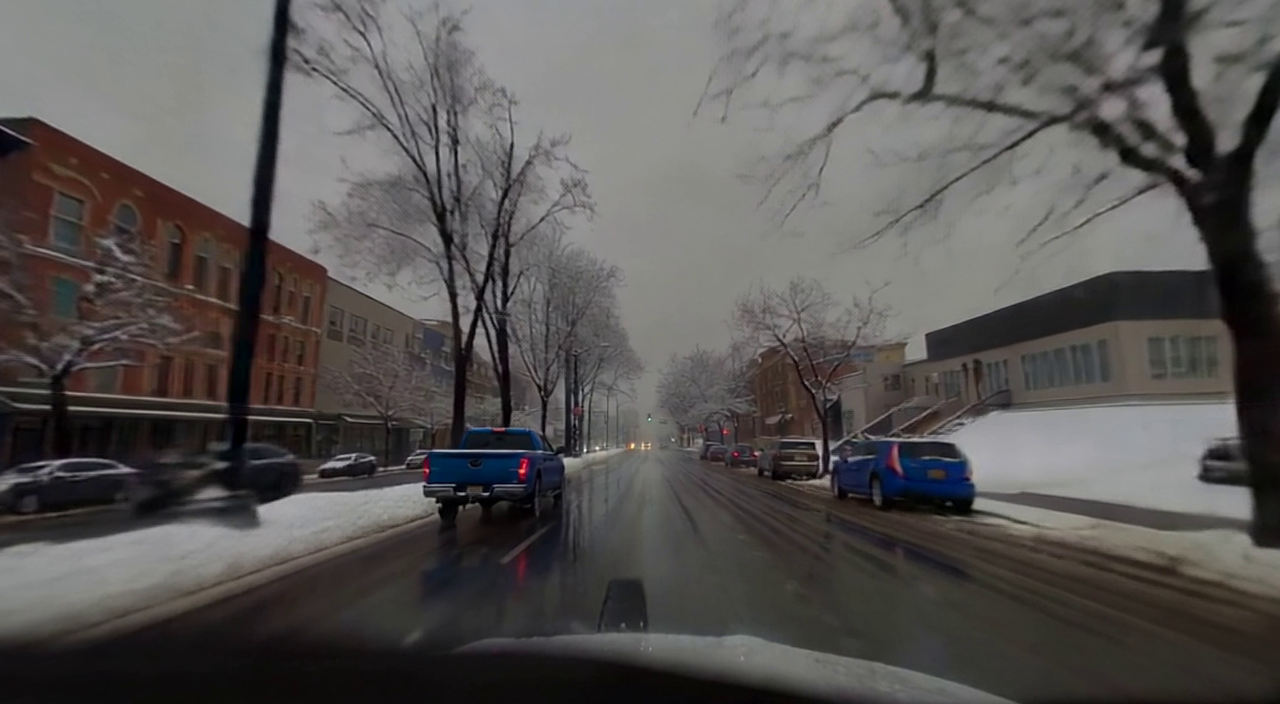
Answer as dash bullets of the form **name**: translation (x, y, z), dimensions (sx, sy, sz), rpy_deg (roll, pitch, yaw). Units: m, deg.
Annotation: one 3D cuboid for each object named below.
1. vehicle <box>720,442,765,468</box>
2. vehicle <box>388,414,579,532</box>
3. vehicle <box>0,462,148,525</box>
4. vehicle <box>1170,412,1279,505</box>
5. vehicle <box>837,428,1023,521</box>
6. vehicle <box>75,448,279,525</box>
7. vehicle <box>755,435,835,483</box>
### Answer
- **vehicle**: translation (6.264, 6.321, 38.795), dimensions (1.988, 1.514, 3.962), rpy_deg (0, -9, -2)
- **vehicle**: translation (-2.664, 2.260, 12.416), dimensions (2.197, 1.786, 5.365), rpy_deg (-1, -9, 2)
- **vehicle**: translation (-16.149, 3.758, 17.188), dimensions (1.851, 1.383, 4.507), rpy_deg (0, -9, 0)
- **vehicle**: translation (12.875, 2.046, 12.186), dimensions (1.864, 1.705, 3.878), rpy_deg (0, -9, 1)
- **vehicle**: translation (6.091, 2.618, 14.030), dimensions (1.928, 1.679, 4.716), rpy_deg (0, -9, 1)
- **vehicle**: translation (-10.010, 2.883, 14.051), dimensions (1.685, 1.457, 3.700), rpy_deg (0, -9, 0)
- **vehicle**: translation (6.117, 4.264, 25.478), dimensions (2.018, 1.743, 4.529), rpy_deg (0, -9, -1)
